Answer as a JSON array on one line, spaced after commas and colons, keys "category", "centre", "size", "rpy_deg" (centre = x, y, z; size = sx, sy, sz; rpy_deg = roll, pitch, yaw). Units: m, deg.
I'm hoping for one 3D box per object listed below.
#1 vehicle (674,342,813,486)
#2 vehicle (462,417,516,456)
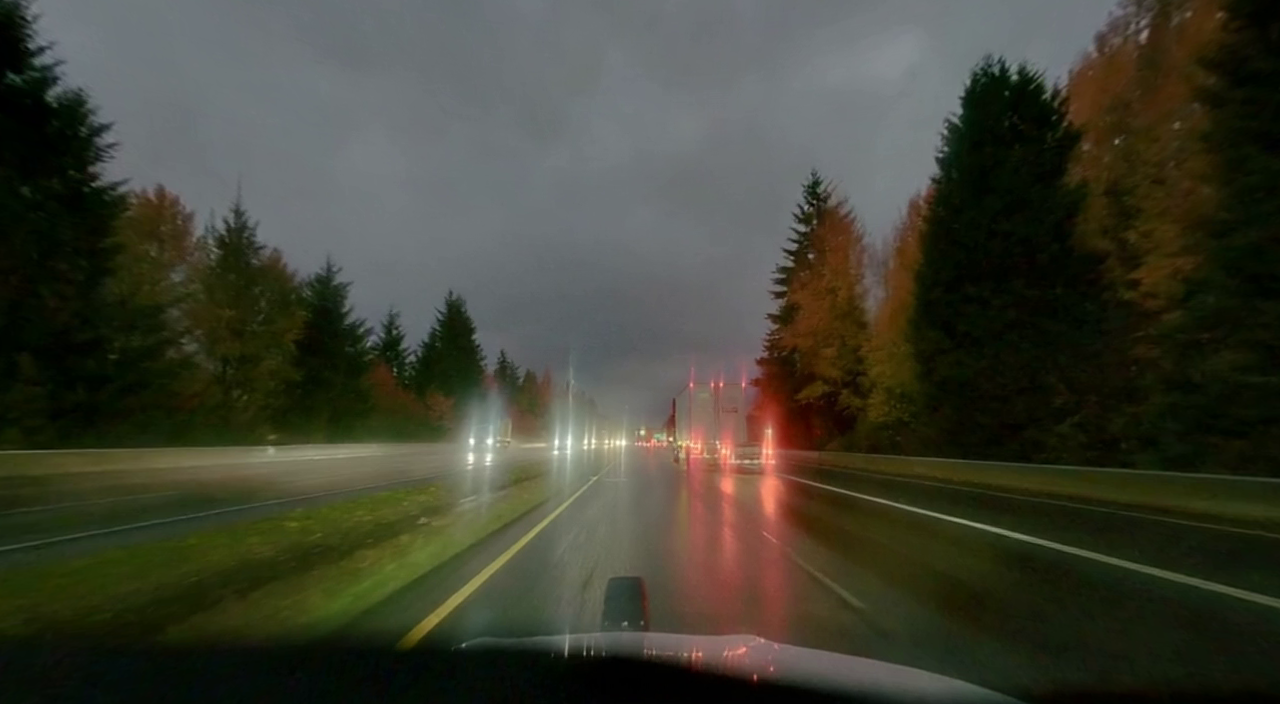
[{"category": "vehicle", "centre": [3.463, 2.828, 25.891], "size": [3.691, 4.331, 13.909], "rpy_deg": [0, -8, 1]}, {"category": "vehicle", "centre": [-11.343, 6.449, 47.834], "size": [2.322, 2.720, 6.848], "rpy_deg": [0, -8, 1]}]
